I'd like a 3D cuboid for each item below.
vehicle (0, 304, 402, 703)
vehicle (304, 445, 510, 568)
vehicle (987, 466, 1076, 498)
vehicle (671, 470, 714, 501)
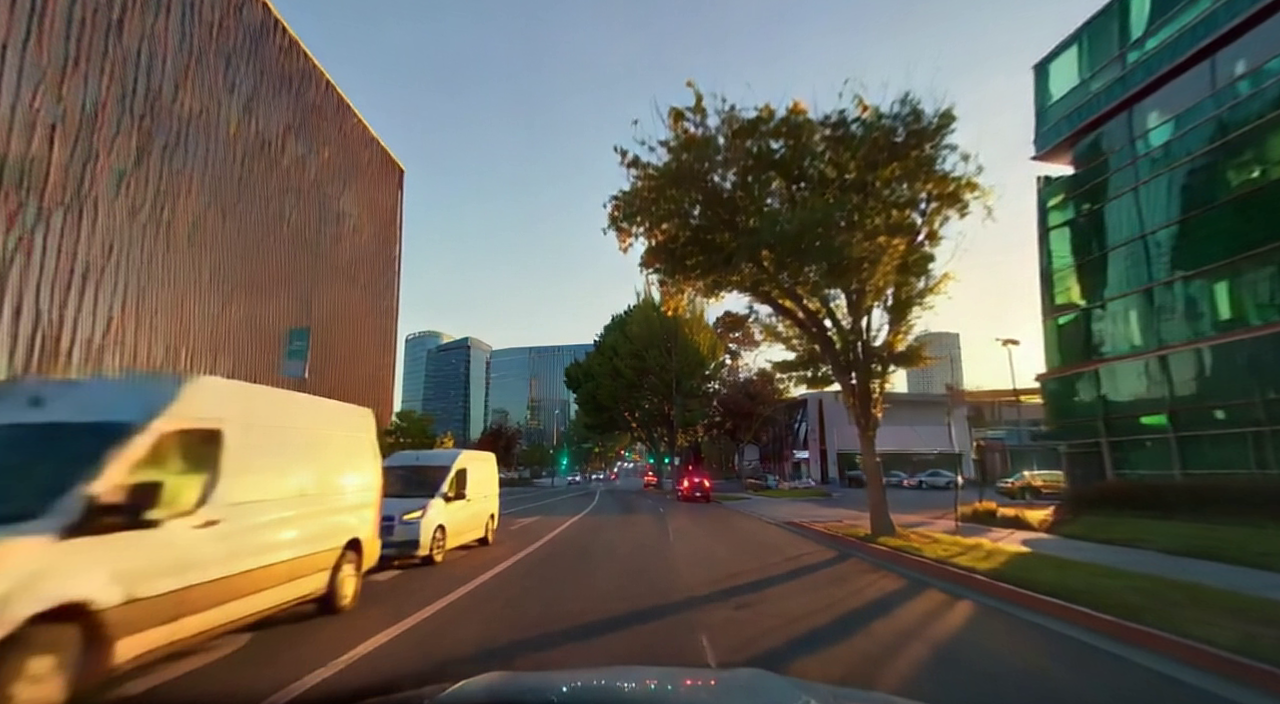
[{"bbox_3d":[-3.771,1.162,4.482,2.148,2.024,4.884,0,-11,1],"label":"vehicle"},{"bbox_3d":[-3.706,2.562,10.981,1.956,1.680,4.126,0,-11,0],"label":"vehicle"},{"bbox_3d":[17.332,5.752,28.002,2.767,1.307,1.673,-1,-10,1],"label":"vehicle"},{"bbox_3d":[2.682,6.961,33.087,1.899,1.470,3.666,1,-11,0],"label":"vehicle"}]
